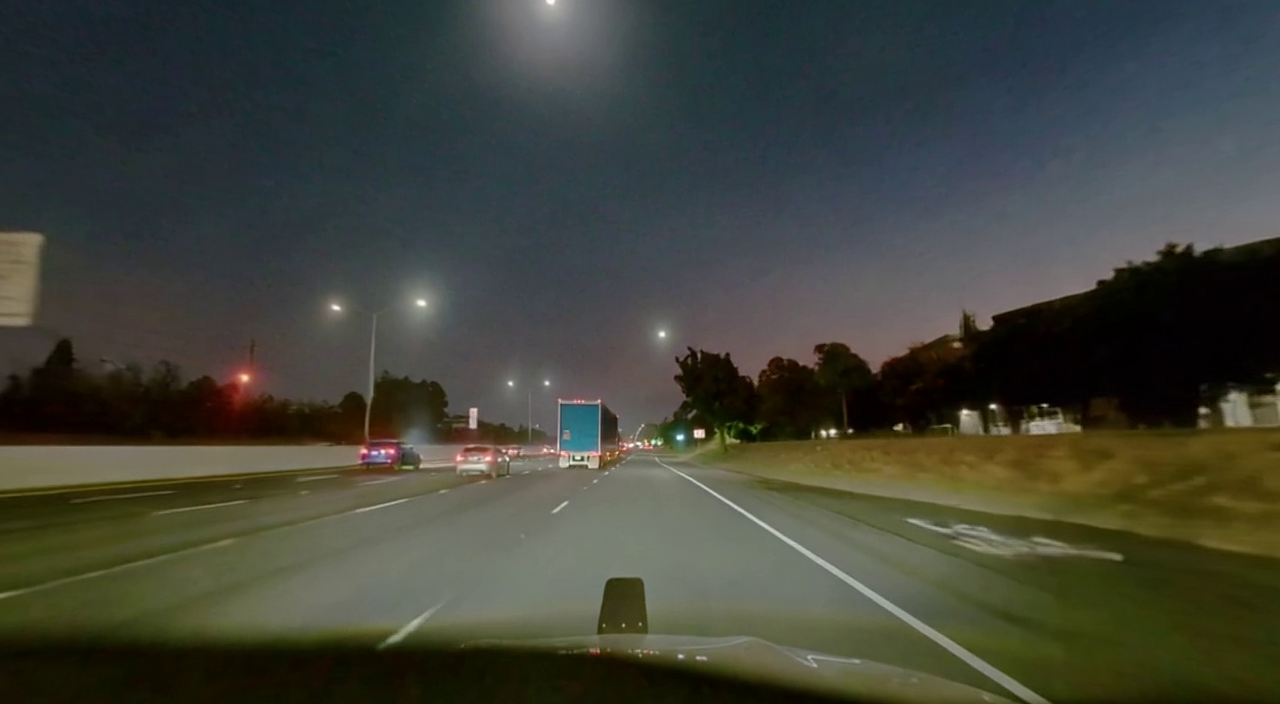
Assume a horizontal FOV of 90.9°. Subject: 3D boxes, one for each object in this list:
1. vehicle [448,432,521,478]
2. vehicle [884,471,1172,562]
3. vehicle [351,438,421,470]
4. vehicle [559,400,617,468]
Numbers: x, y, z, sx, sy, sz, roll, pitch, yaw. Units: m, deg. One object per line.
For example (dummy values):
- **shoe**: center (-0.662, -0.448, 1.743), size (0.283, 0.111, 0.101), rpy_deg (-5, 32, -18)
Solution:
- **vehicle**: center (-6.719, 4.505, 27.802), size (2.058, 1.840, 4.443), rpy_deg (0, -8, 0)
- **vehicle**: center (5.452, 2.345, 9.451), size (2.295, 0.969, 3.132), rpy_deg (0, -8, -1)
- **vehicle**: center (-14.167, 5.695, 35.463), size (1.997, 1.695, 4.492), rpy_deg (0, -8, 1)
- **vehicle**: center (-3.361, 5.854, 44.266), size (2.905, 4.037, 12.921), rpy_deg (0, -8, 0)
